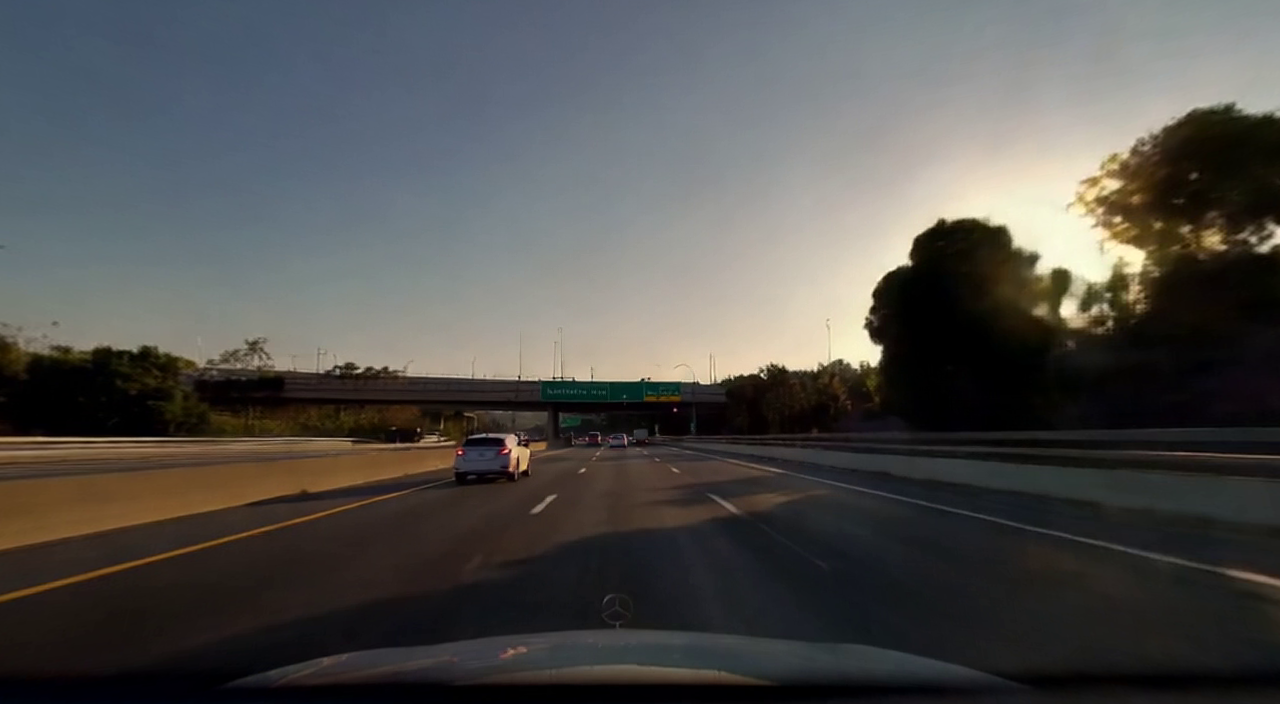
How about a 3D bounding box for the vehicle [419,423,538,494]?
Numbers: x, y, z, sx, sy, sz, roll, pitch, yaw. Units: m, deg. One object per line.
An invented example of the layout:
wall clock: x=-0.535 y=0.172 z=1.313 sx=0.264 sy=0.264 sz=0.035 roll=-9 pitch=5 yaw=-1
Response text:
vehicle: x=-4.020 y=2.710 z=16.480 sx=2.062 sy=1.591 sz=4.156 roll=0 pitch=-8 yaw=-1
